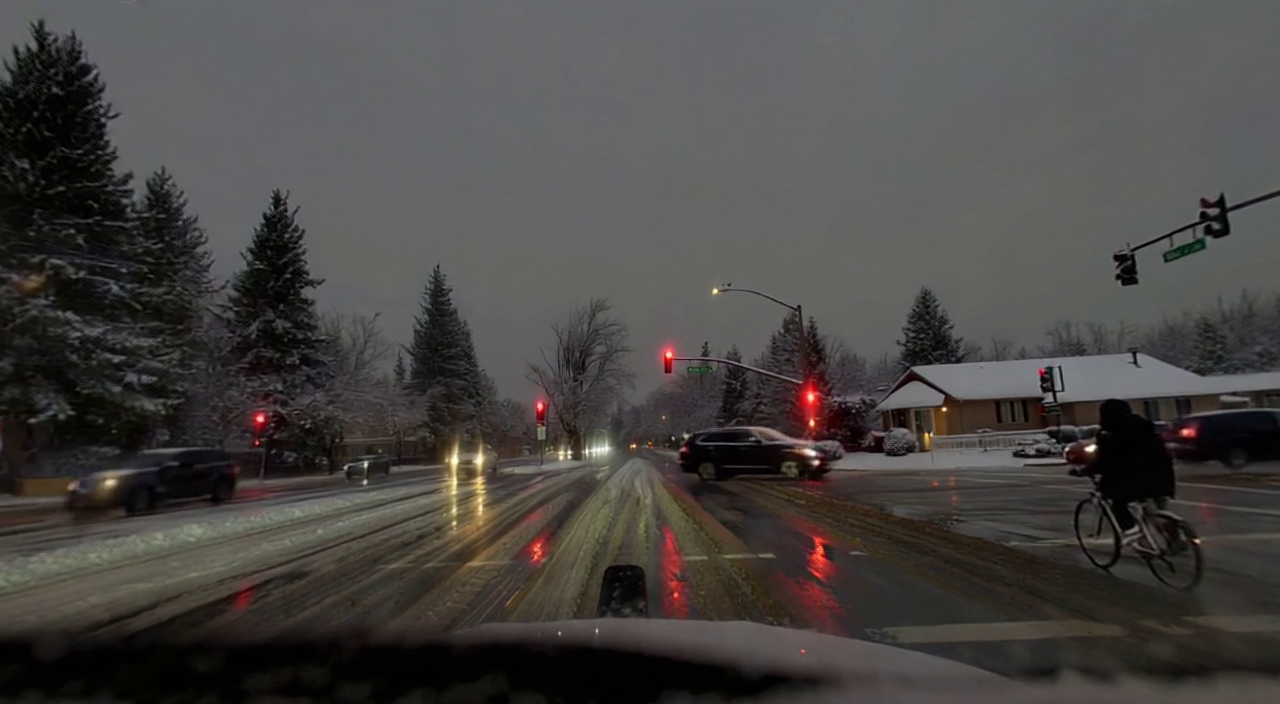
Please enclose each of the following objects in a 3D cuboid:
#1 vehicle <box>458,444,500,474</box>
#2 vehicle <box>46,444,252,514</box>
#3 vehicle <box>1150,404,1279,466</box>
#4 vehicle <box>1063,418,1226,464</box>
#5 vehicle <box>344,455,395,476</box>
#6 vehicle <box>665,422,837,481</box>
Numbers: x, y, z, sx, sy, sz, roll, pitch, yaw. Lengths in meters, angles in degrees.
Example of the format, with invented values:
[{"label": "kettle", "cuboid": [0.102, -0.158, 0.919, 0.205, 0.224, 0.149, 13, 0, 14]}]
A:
[{"label": "vehicle", "cuboid": [-8.712, 5.814, 34.491, 2.017, 1.496, 4.749, 2, -9, -12]}, {"label": "vehicle", "cuboid": [-14.268, 3.678, 18.865, 2.093, 1.769, 4.971, 0, -9, 1]}, {"label": "vehicle", "cuboid": [18.168, 2.383, 18.038, 5.217, 1.673, 2.006, -1, -9, 2]}, {"label": "vehicle", "cuboid": [17.332, 3.081, 21.805, 3.969, 1.493, 1.823, -1, -9, 1]}, {"label": "vehicle", "cuboid": [-20.766, 8.680, 48.543, 1.872, 1.455, 4.576, 0, -9, 1]}, {"label": "vehicle", "cuboid": [3.641, 3.318, 21.041, 5.188, 1.731, 2.191, -5, -10, 30]}]
